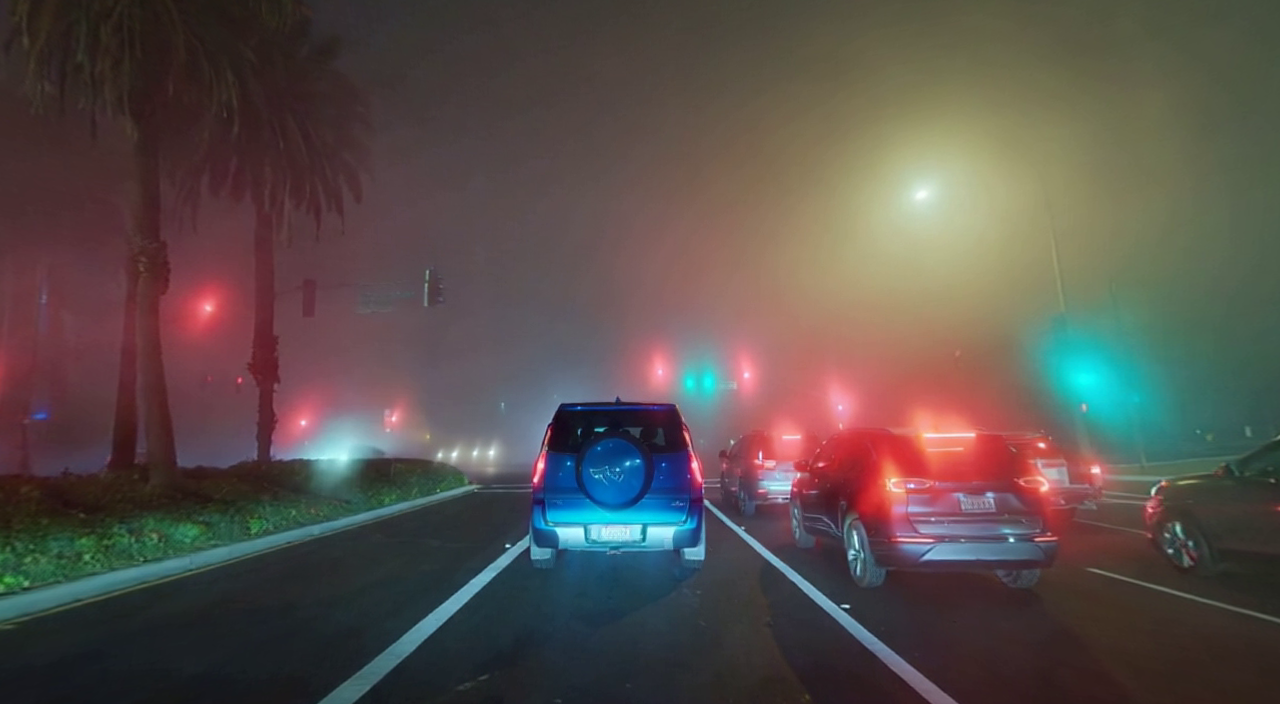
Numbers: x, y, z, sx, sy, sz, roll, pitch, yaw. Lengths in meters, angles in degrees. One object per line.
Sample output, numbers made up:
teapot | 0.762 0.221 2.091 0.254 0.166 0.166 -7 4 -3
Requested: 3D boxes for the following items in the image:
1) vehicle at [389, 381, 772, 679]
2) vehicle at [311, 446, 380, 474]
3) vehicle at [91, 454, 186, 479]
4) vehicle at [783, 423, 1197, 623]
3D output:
vehicle | -0.338 1.316 5.692 2.172 1.694 4.055 0 -8 0
vehicle | -19.888 7.274 42.730 2.119 1.786 5.252 0 -9 0
vehicle | -37.541 8.542 47.086 5.347 1.785 2.123 0 -9 1
vehicle | 3.118 1.608 6.967 1.971 1.473 4.495 0 -8 0
